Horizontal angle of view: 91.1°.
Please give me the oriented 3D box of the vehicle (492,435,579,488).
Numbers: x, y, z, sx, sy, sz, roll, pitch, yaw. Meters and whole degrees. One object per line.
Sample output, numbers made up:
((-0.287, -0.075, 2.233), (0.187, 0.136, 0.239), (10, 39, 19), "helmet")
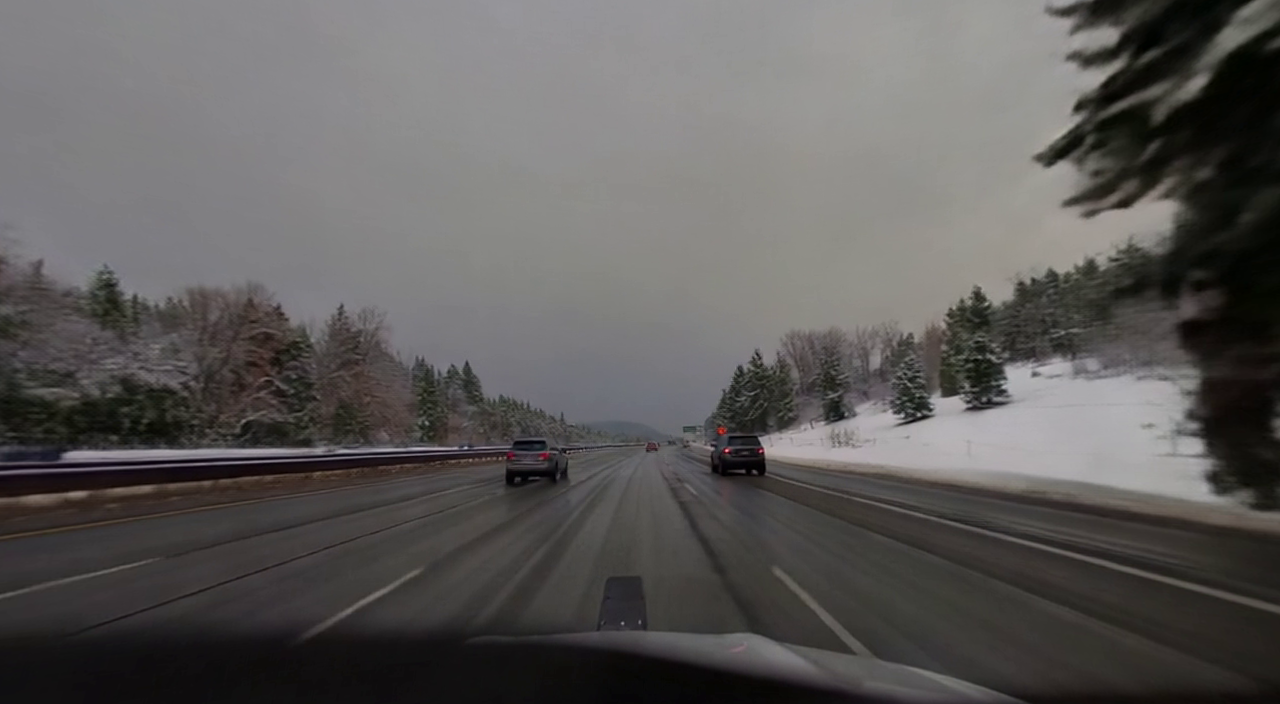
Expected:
((-3.436, 3.709, 21.562), (2.166, 1.608, 4.297), (-1, -8, 2), "vehicle")

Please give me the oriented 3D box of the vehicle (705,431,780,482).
((3.899, 4.075, 24.786), (2.149, 1.796, 4.487), (0, -8, -1), "vehicle")
